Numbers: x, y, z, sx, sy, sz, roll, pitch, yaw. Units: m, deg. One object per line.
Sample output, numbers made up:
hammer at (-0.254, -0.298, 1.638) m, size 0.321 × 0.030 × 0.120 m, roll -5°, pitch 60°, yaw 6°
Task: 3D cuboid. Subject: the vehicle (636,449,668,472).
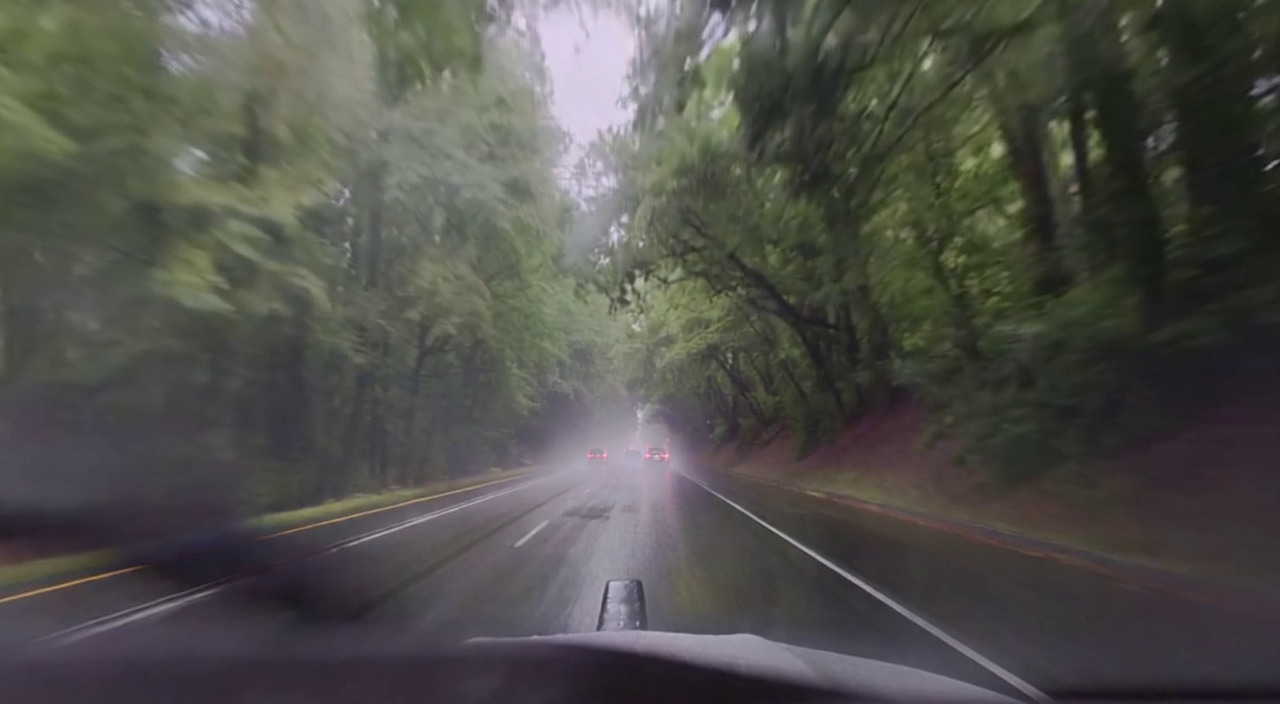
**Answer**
vehicle at (0.758, 7.231, 42.202) m, size 2.046 × 1.452 × 4.407 m, roll 0°, pitch -9°, yaw 0°
